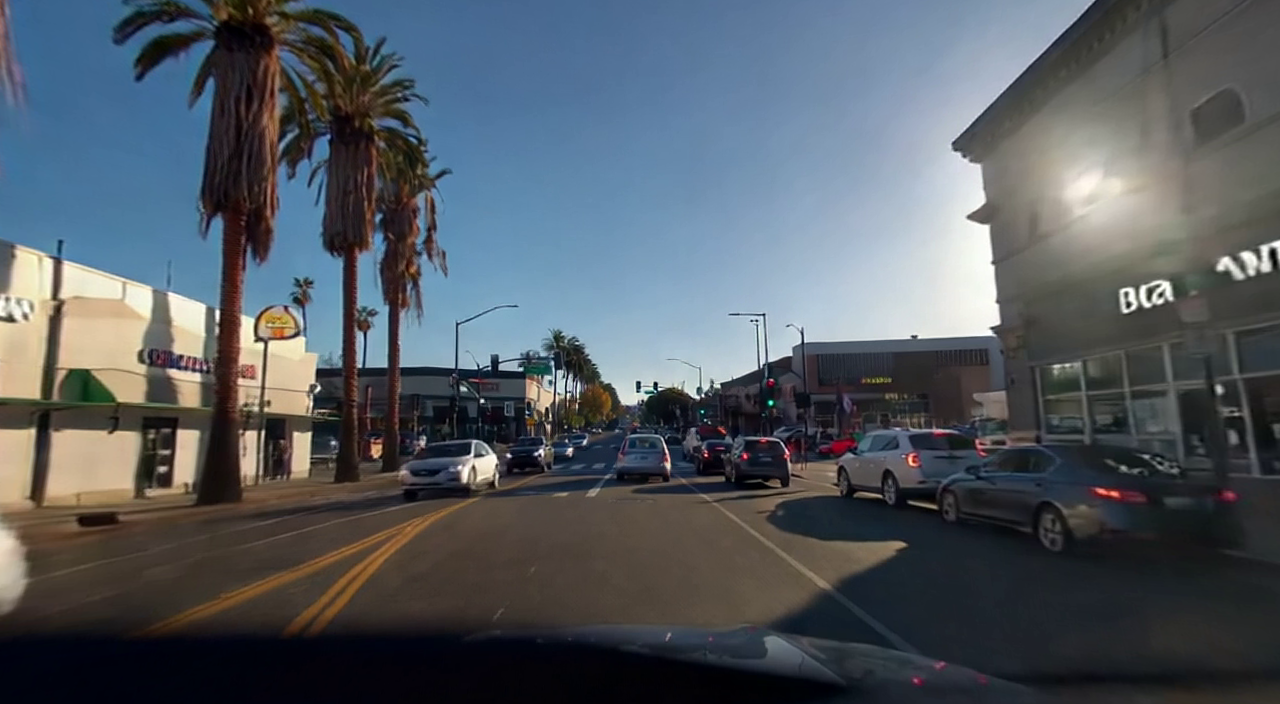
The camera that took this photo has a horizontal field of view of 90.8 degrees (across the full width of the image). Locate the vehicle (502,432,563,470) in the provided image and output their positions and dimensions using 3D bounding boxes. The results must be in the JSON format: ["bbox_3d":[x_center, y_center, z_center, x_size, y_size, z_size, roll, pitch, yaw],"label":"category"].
[{"bbox_3d":[-5.460,5.108,32.758,2.341,1.762,4.865,0,-8,0],"label":"vehicle"}]

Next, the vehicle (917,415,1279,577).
[{"bbox_3d":[6.137,1.905,9.231,2.008,1.729,4.647,0,-8,-1],"label":"vehicle"}]

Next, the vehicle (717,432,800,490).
[{"bbox_3d":[3.838,3.615,21.271,2.070,1.711,4.480,-1,-8,2],"label":"vehicle"}]

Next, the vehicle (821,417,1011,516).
[{"bbox_3d":[6.104,2.606,14.896,1.981,1.893,5.238,0,-8,-1],"label":"vehicle"}]

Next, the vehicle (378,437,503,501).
[{"bbox_3d":[-5.249,3.118,17.328,2.092,1.504,4.374,0,-8,-1],"label":"vehicle"}]

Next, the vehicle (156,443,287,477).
[{"bbox_3d":[-19.648,5.059,29.873,1.759,1.457,4.727,-7,-11,36],"label":"vehicle"}]

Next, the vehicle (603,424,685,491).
[{"bbox_3d":[0.062,3.247,19.717,2.264,1.798,4.531,0,-8,-1],"label":"vehicle"}]

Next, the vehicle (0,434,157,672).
[{"bbox_3d":[-4.784,1.046,2.658,1.946,1.412,4.657,0,-8,-2],"label":"vehicle"}]
